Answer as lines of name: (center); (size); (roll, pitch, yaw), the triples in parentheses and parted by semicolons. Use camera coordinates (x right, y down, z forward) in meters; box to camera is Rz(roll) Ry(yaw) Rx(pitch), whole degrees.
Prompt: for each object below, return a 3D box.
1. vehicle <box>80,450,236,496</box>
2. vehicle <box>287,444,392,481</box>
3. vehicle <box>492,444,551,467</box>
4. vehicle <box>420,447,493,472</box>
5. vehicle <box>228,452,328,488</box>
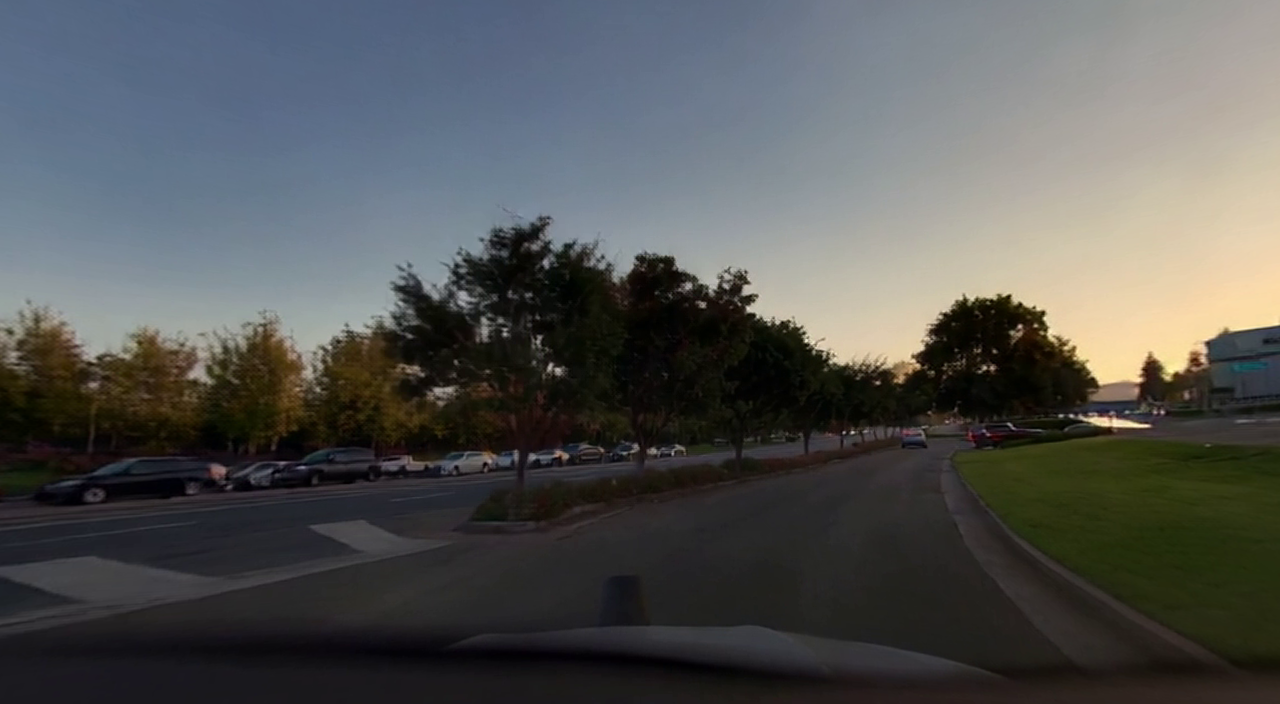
vehicle: (-19.590, 4.892, 25.866); (1.876, 1.642, 4.600); (-4, -9, 27)
vehicle: (-15.694, 5.740, 33.192); (1.969, 1.758, 4.662); (-4, -9, 27)
vehicle: (-8.614, 7.611, 46.198); (1.851, 1.450, 4.396); (-11, -13, 26)
vehicle: (-11.622, 6.807, 40.233); (1.832, 1.473, 4.377); (-4, -10, 29)
vehicle: (-21.190, 6.851, 37.116); (2.123, 1.897, 4.580); (-4, -9, 26)
